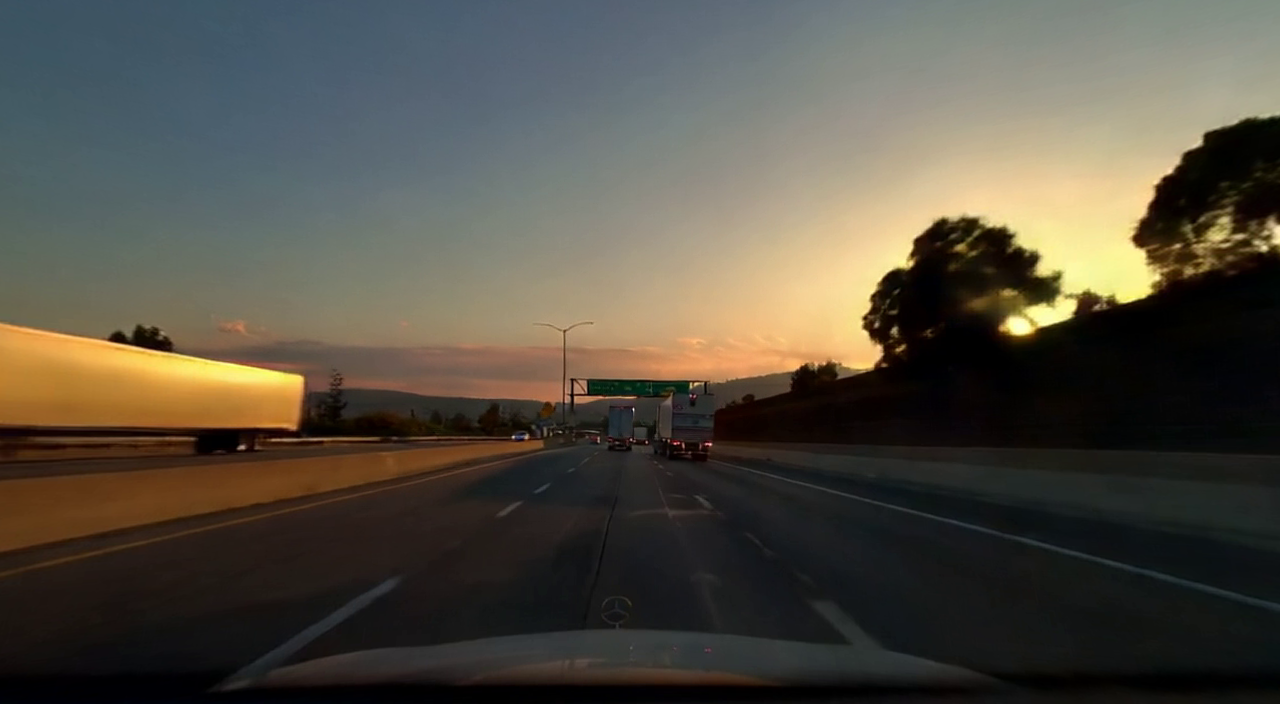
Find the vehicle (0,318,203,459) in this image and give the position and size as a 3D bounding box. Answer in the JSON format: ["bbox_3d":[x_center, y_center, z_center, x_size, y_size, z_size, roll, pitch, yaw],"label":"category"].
[{"bbox_3d":[-20.665,1.537,22.003,2.958,4.181,10.954,0,-8,-1],"label":"vehicle"}]

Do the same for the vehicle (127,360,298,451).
[{"bbox_3d":[-20.789,2.866,31.483,2.835,3.939,8.023,0,-8,0],"label":"vehicle"}]

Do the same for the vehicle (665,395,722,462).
[{"bbox_3d":[3.379,5.145,42.037,2.873,3.998,8.286,0,-8,-1],"label":"vehicle"}]
